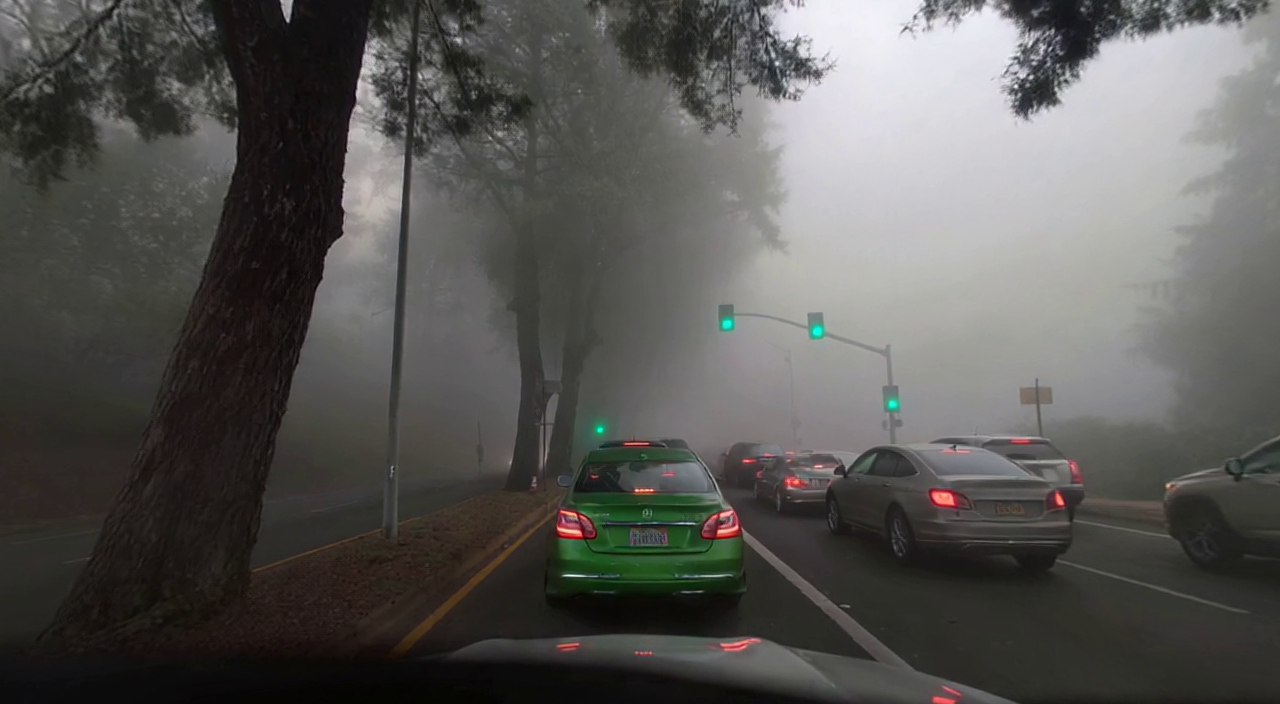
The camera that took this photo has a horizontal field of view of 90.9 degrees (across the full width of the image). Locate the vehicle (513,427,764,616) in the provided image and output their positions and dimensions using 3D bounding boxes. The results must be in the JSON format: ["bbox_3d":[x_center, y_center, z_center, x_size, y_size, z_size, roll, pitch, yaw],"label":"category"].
[{"bbox_3d":[0.008,1.680,7.100,2.015,1.502,3.898,0,-9,1],"label":"vehicle"}]

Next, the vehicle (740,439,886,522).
[{"bbox_3d":[3.538,2.716,13.830,1.934,1.494,4.446,0,-9,0],"label":"vehicle"}]

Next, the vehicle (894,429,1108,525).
[{"bbox_3d":[7.015,2.464,12.891,1.923,1.611,4.094,0,-9,0],"label":"vehicle"}]

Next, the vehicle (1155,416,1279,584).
[{"bbox_3d":[6.927,1.339,5.582,1.783,1.572,3.421,0,-9,1],"label":"vehicle"}]
